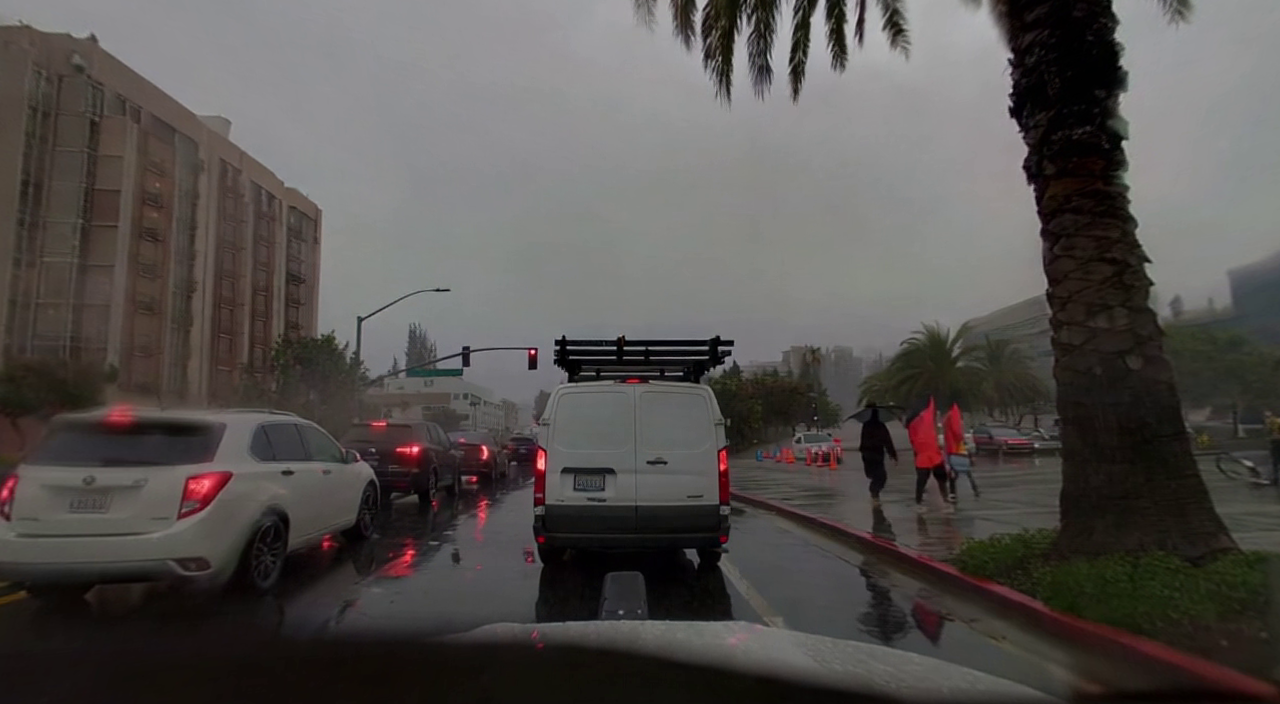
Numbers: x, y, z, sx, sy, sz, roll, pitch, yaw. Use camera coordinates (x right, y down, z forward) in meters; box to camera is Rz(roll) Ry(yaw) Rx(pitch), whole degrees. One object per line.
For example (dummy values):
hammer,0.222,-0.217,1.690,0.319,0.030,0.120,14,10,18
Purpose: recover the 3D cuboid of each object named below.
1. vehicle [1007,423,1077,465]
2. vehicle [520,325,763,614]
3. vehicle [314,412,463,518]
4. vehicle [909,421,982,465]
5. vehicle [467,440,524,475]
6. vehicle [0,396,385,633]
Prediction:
vehicle,15.789,3.620,24.725,2.048,1.475,3.972,-6,-10,34
vehicle,-0.197,1.220,7.178,1.902,2.238,4.263,1,-9,-6
vehicle,-5.211,2.407,13.896,2.089,1.854,5.022,2,-9,-11
vehicle,12.649,3.763,26.046,2.046,1.675,3.924,-6,-10,33
vehicle,-6.833,4.894,29.573,1.818,1.479,4.428,4,-9,-22
vehicle,-4.399,1.466,6.657,1.986,1.643,4.315,1,-9,-6
